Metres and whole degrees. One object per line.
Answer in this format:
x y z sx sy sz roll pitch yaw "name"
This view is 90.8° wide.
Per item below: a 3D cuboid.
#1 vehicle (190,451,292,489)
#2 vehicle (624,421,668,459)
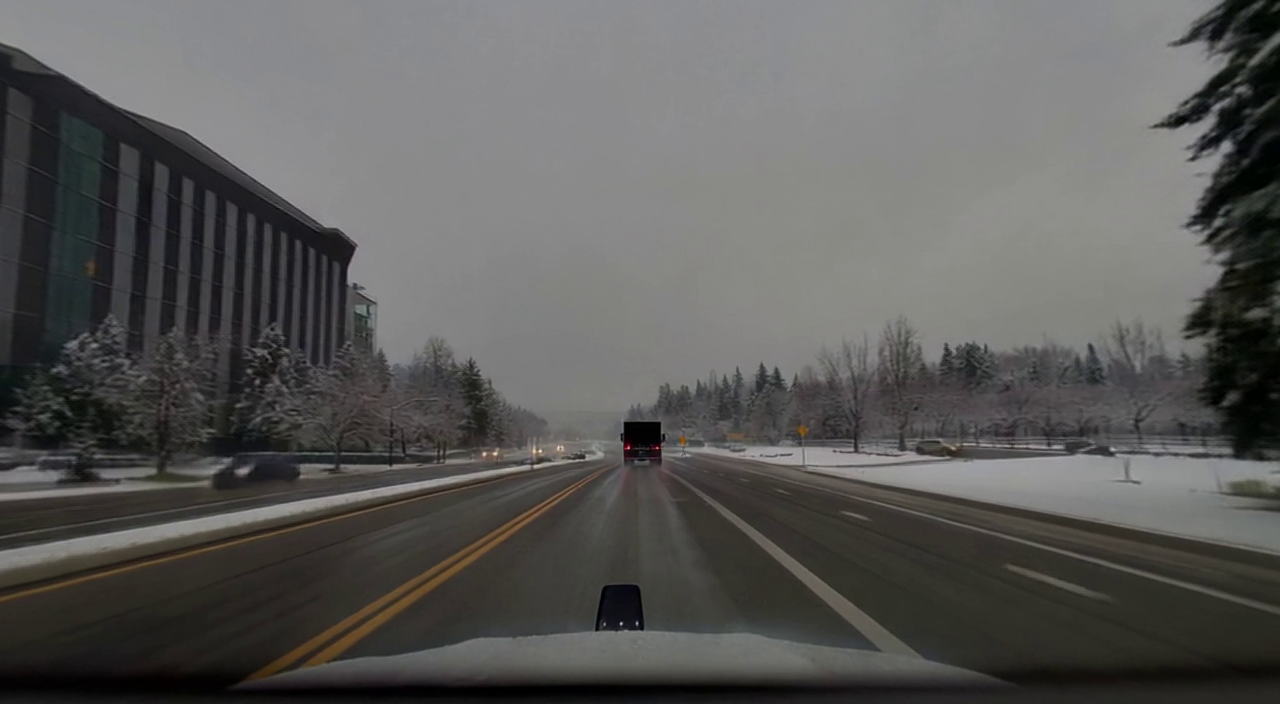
-19.327 5.698 30.884 1.930 1.633 4.622 0 -8 0 "vehicle"
0.266 4.717 33.667 2.178 1.829 4.932 0 -8 -1 "vehicle"
